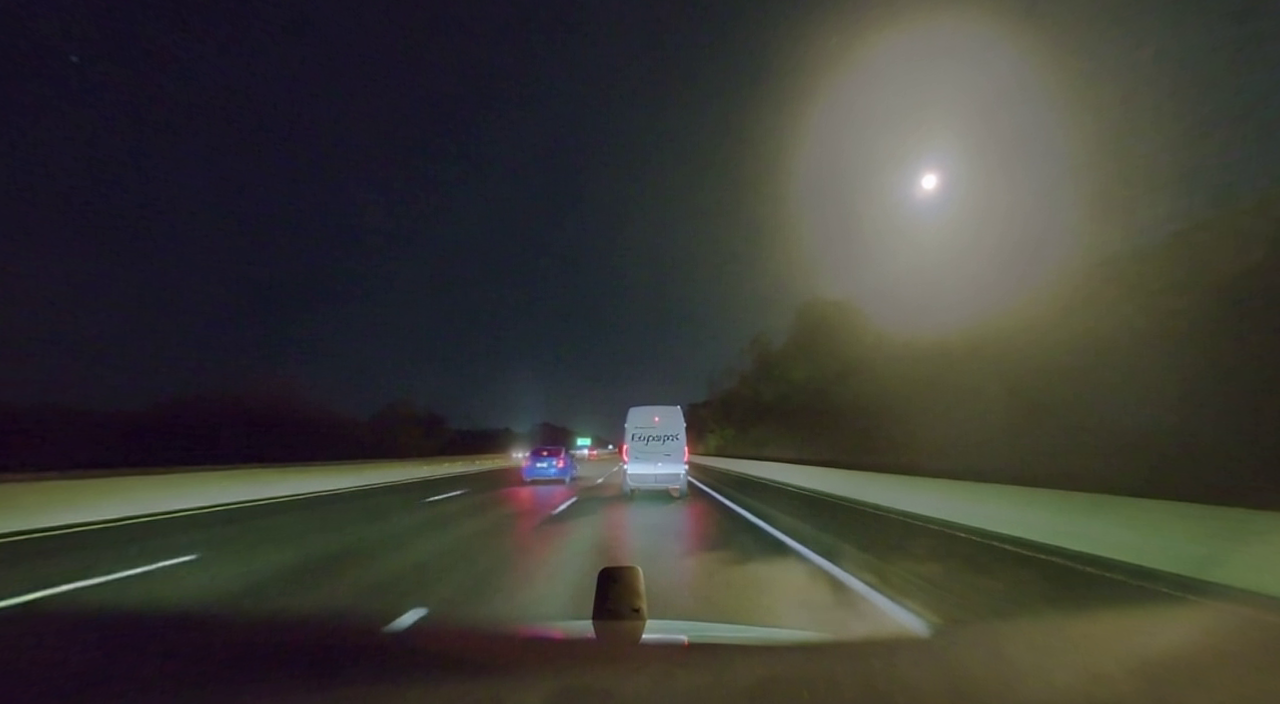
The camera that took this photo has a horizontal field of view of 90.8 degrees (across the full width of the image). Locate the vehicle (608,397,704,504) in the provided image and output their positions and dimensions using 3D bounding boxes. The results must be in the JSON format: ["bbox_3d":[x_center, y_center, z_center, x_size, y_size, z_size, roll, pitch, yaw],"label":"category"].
[{"bbox_3d":[0.310,2.799,18.071,2.332,2.558,5.314,0,-9,-2],"label":"vehicle"}]

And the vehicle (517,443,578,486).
[{"bbox_3d":[-3.422,4.230,23.960,1.788,1.500,3.475,0,-9,0],"label":"vehicle"}]
